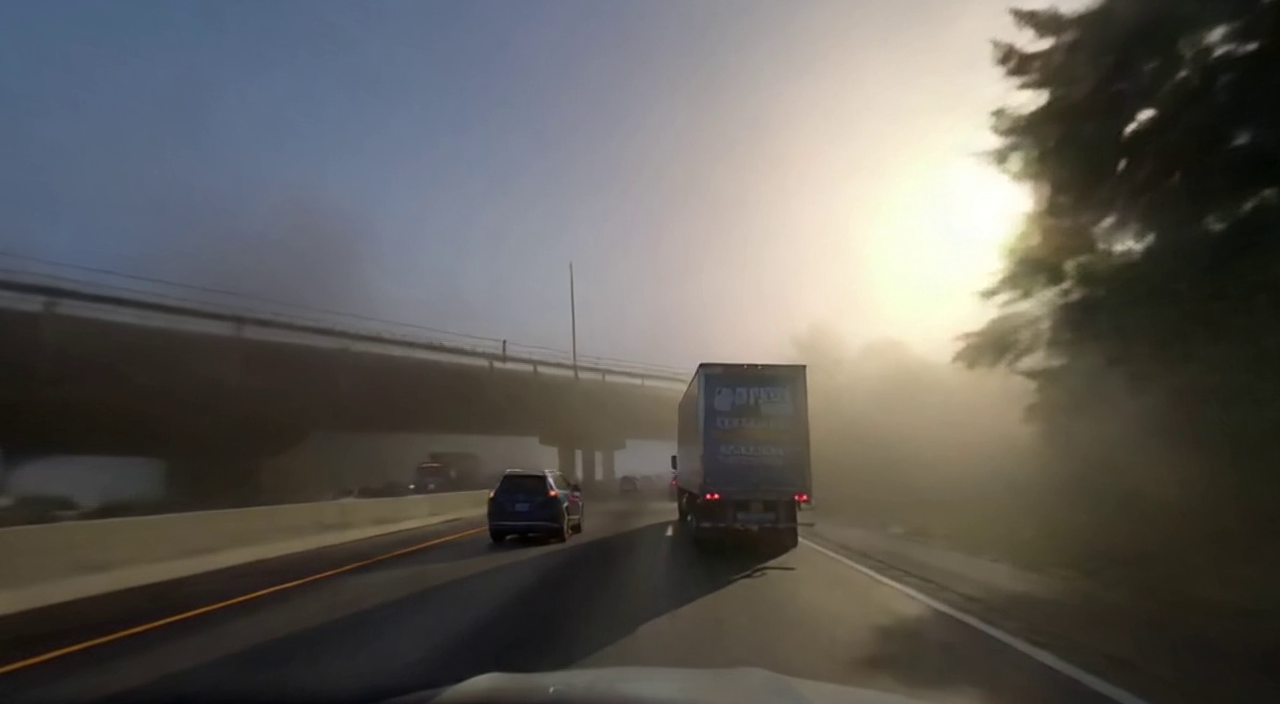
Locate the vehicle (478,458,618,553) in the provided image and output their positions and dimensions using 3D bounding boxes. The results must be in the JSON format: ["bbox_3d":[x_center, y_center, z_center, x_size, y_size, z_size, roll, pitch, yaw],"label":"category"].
[{"bbox_3d":[-1.749,3.226,13.858,2.124,1.653,4.857,0,-10,3],"label":"vehicle"}]

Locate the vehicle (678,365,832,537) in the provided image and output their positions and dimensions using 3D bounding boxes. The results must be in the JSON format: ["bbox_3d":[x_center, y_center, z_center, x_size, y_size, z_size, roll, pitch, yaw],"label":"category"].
[{"bbox_3d":[2.843,3.047,18.881,2.980,3.834,9.423,1,-10,1],"label":"vehicle"}]
